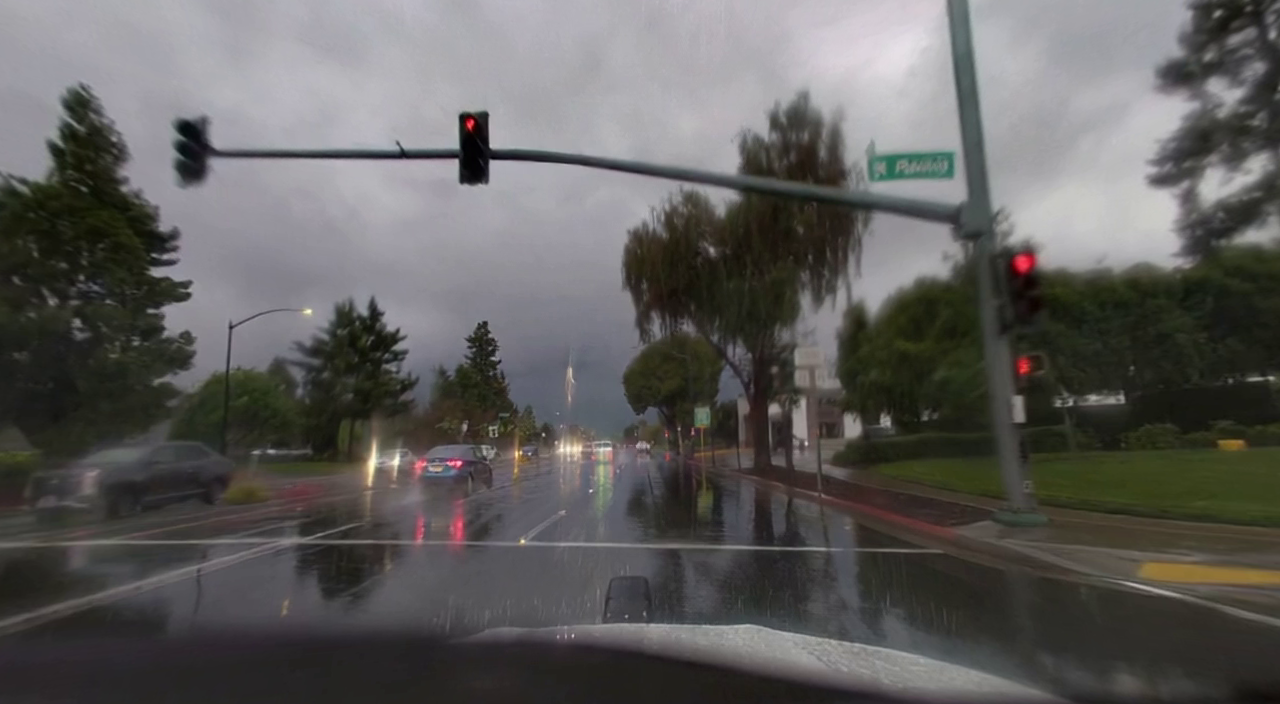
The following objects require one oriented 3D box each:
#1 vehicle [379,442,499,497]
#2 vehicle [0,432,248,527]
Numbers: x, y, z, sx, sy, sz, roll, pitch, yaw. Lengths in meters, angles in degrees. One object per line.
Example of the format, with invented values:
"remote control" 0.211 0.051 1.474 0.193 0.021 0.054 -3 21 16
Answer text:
"vehicle" -5.787 3.406 18.780 2.072 1.427 4.328 0 -8 1
"vehicle" -11.008 2.660 13.728 2.027 1.707 4.372 0 -8 1
